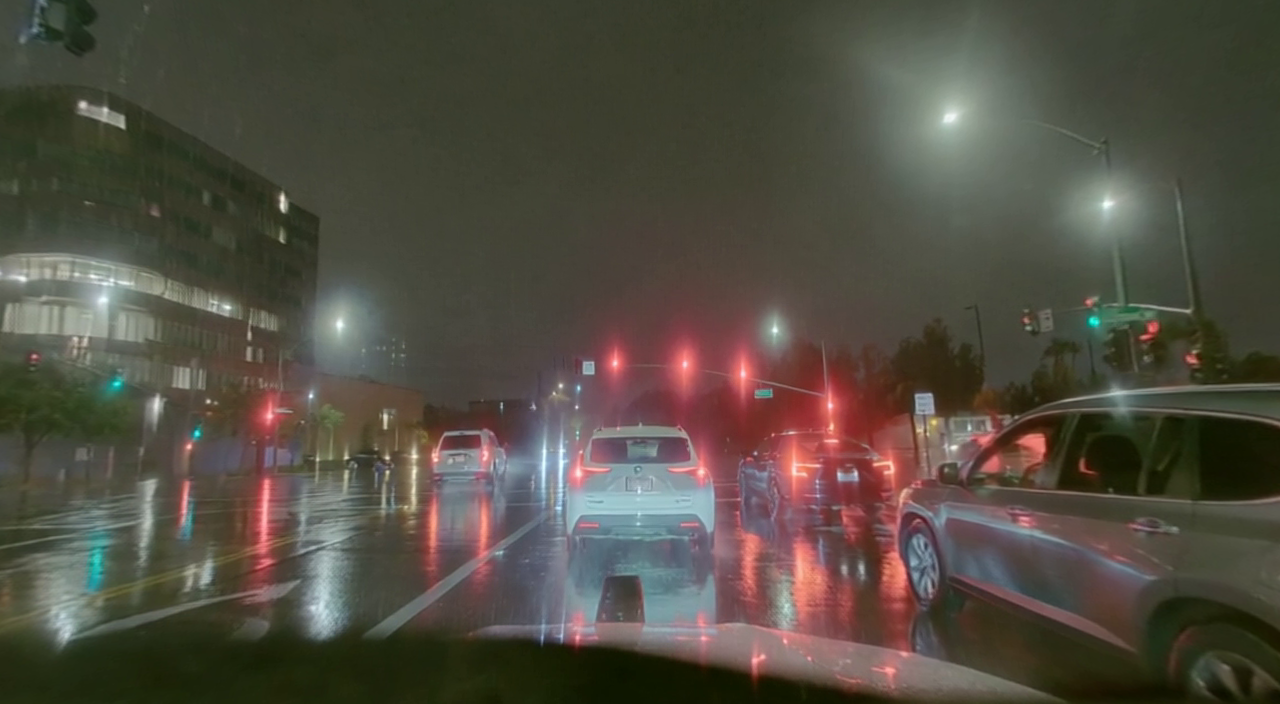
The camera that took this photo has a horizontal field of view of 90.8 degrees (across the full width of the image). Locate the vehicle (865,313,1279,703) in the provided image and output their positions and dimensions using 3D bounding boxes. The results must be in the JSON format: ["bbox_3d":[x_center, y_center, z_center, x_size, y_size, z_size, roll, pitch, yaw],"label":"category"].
[{"bbox_3d":[3.011,0.917,3.160,2.103,1.701,4.294,0,-8,-1],"label":"vehicle"}]

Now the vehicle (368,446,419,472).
[{"bbox_3d":[-18.763,8.138,48.362,2.026,1.836,4.726,0,-8,0],"label":"vehicle"}]

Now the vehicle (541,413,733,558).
[{"bbox_3d":[-0.081,1.825,9.290,2.188,1.637,4.027,0,-8,-1],"label":"vehicle"}]

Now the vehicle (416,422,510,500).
[{"bbox_3d":[-4.692,2.943,17.387,2.021,1.837,4.448,1,-9,-10],"label":"vehicle"}]

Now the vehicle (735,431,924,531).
[{"bbox_3d":[3.162,2.252,11.669,2.001,1.463,4.398,0,-8,-2],"label":"vehicle"}]
